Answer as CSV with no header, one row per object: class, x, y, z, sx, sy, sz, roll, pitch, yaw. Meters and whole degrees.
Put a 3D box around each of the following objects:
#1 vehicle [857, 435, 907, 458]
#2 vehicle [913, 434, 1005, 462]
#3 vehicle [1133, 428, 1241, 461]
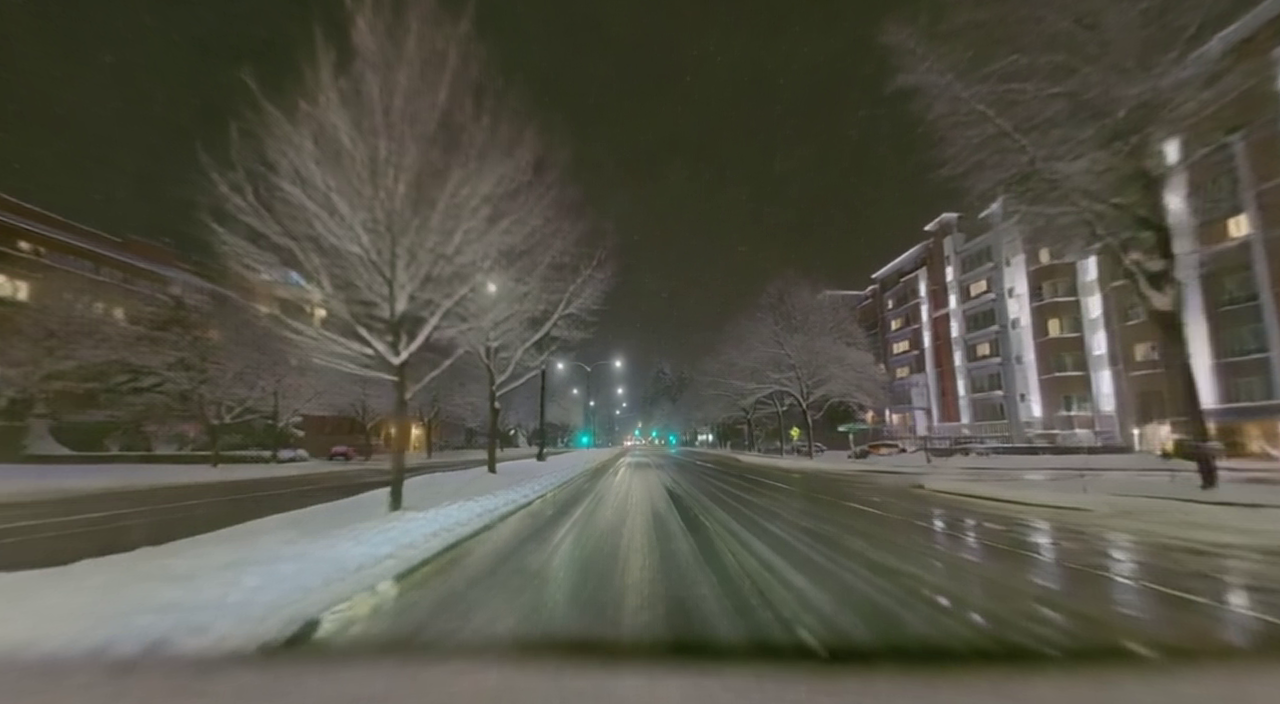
vehicle,18.725,7.353,49.016,1.947,1.667,4.347,0,-8,-3
vehicle,20.164,6.068,40.094,4.661,1.710,2.127,0,-8,-1
vehicle,29.256,4.949,33.857,4.279,1.648,1.982,1,-9,-10
